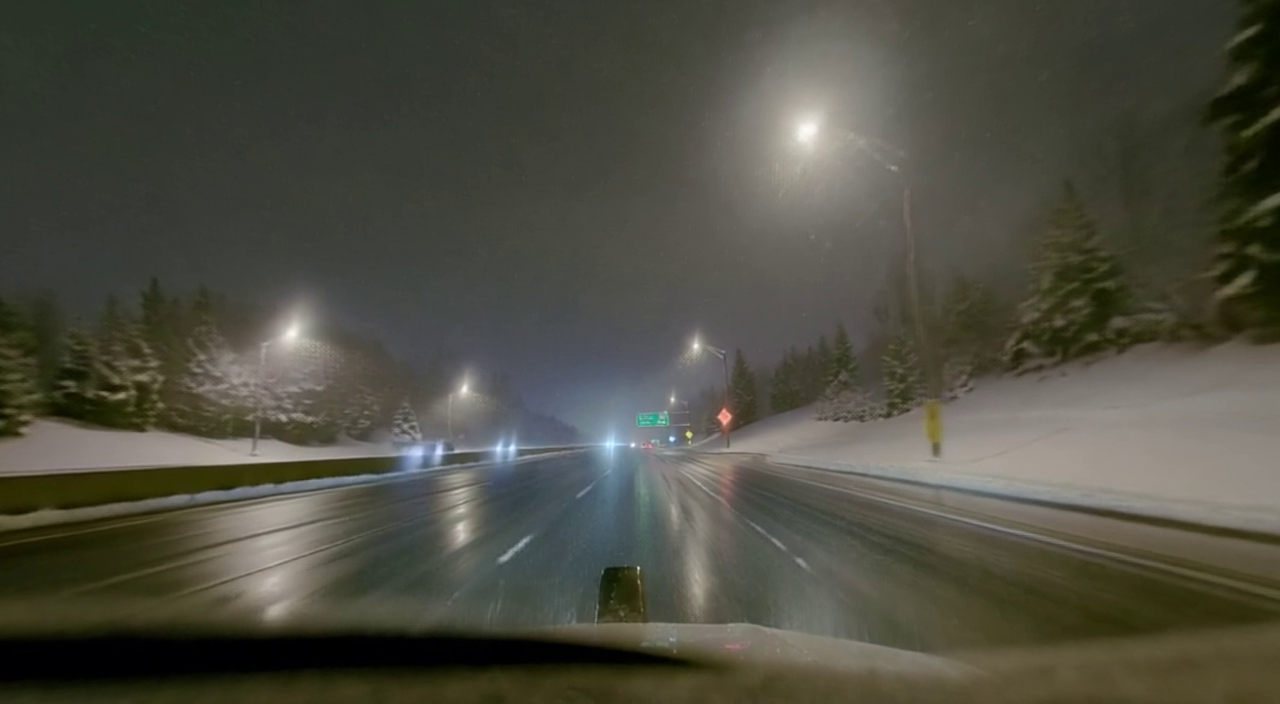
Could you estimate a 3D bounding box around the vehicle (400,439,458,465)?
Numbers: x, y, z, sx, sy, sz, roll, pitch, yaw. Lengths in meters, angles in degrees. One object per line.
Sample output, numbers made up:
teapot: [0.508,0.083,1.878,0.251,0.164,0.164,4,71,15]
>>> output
vehicle: [-13.663,6.488,41.115,2.002,1.600,4.733,0,-8,1]
